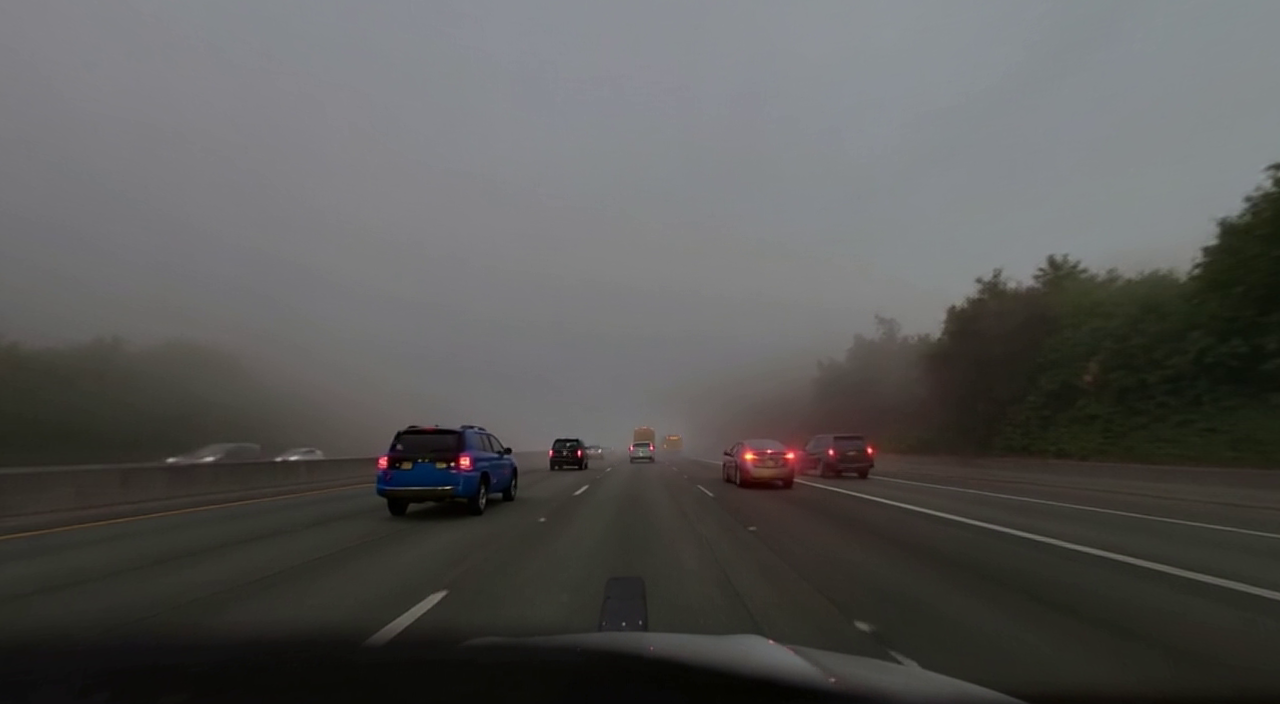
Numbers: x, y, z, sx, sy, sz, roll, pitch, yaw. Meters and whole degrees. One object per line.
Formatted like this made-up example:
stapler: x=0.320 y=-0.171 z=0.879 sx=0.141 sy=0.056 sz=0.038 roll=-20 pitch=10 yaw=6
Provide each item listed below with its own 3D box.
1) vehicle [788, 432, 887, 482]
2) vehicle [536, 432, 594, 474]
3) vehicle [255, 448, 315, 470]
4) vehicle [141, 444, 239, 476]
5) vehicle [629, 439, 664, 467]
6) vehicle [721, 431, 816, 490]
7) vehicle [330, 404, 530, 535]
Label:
vehicle: x=7.855 y=4.246 z=25.783 sx=2.191 sy=1.807 sz=5.692 roll=0 pitch=-9 yaw=0
vehicle: x=-3.502 y=4.827 z=30.389 sx=2.155 sy=1.843 sz=4.567 roll=0 pitch=-8 yaw=1
vehicle: x=-26.710 y=8.024 z=47.611 sx=1.860 sy=1.513 sz=4.489 roll=0 pitch=-9 yaw=1
vehicle: x=-23.723 y=5.696 z=33.493 sx=1.855 sy=1.571 sz=4.450 roll=0 pitch=-9 yaw=0
vehicle: x=0.370 y=6.230 z=38.915 sx=2.042 sy=1.632 sz=3.654 roll=0 pitch=-9 yaw=0
vehicle: x=3.982 y=3.467 z=20.429 sx=2.050 sy=1.661 sz=4.636 roll=0 pitch=-9 yaw=-1
vehicle: x=-3.462 y=2.049 z=11.511 sx=2.016 sy=1.898 sz=4.458 roll=0 pitch=-9 yaw=1
